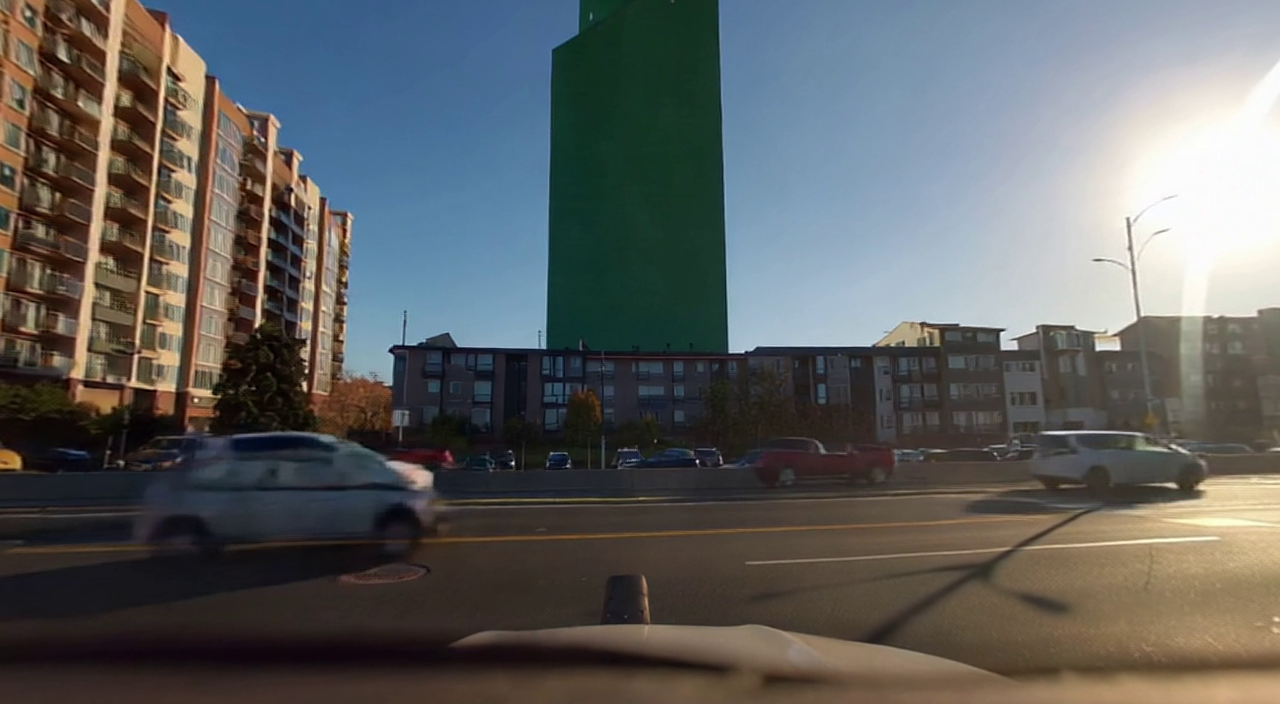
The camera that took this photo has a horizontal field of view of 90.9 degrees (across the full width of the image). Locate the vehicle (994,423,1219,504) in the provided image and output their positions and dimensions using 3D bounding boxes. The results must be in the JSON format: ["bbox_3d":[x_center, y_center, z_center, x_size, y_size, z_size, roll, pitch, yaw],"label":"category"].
[{"bbox_3d":[10.764,2.538,14.681,4.011,1.697,1.857,1,-9,-11],"label":"vehicle"}]

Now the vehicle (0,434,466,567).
[{"bbox_3d":[-4.871,1.830,8.357,4.710,1.444,2.041,1,-9,-9],"label":"vehicle"}]

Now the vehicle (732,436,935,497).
[{"bbox_3d":[5.065,2.990,16.795,4.795,1.465,1.882,1,-9,-10],"label":"vehicle"}]

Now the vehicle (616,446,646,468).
[{"bbox_3d":[-0.712,7.772,46.744,1.845,1.509,3.855,1,-9,-8],"label":"vehicle"}]
